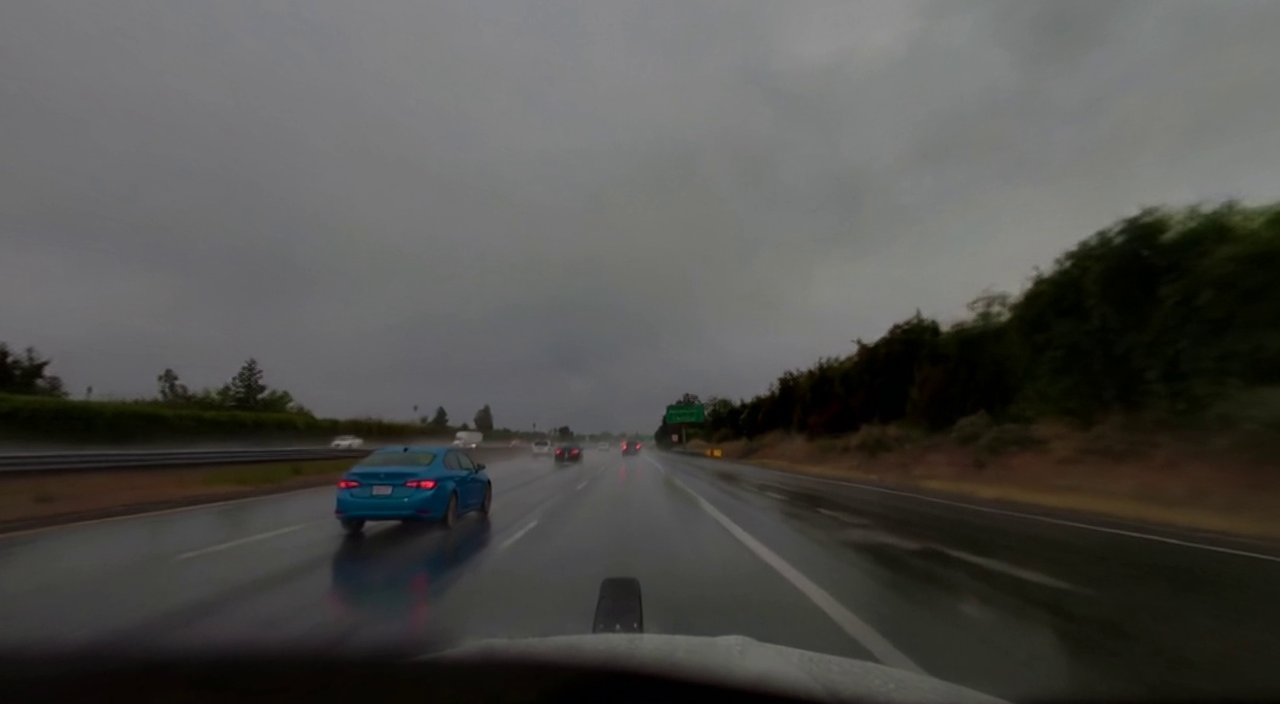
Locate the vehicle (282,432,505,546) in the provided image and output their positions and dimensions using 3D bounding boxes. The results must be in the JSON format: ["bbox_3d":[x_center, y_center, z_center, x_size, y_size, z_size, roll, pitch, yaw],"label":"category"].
[{"bbox_3d":[-3.785,2.167,10.723,2.025,1.506,4.429,0,-9,-1],"label":"vehicle"}]

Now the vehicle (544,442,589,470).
[{"bbox_3d":[-4.098,5.885,35.918,2.068,1.501,4.395,0,-9,-1],"label":"vehicle"}]
